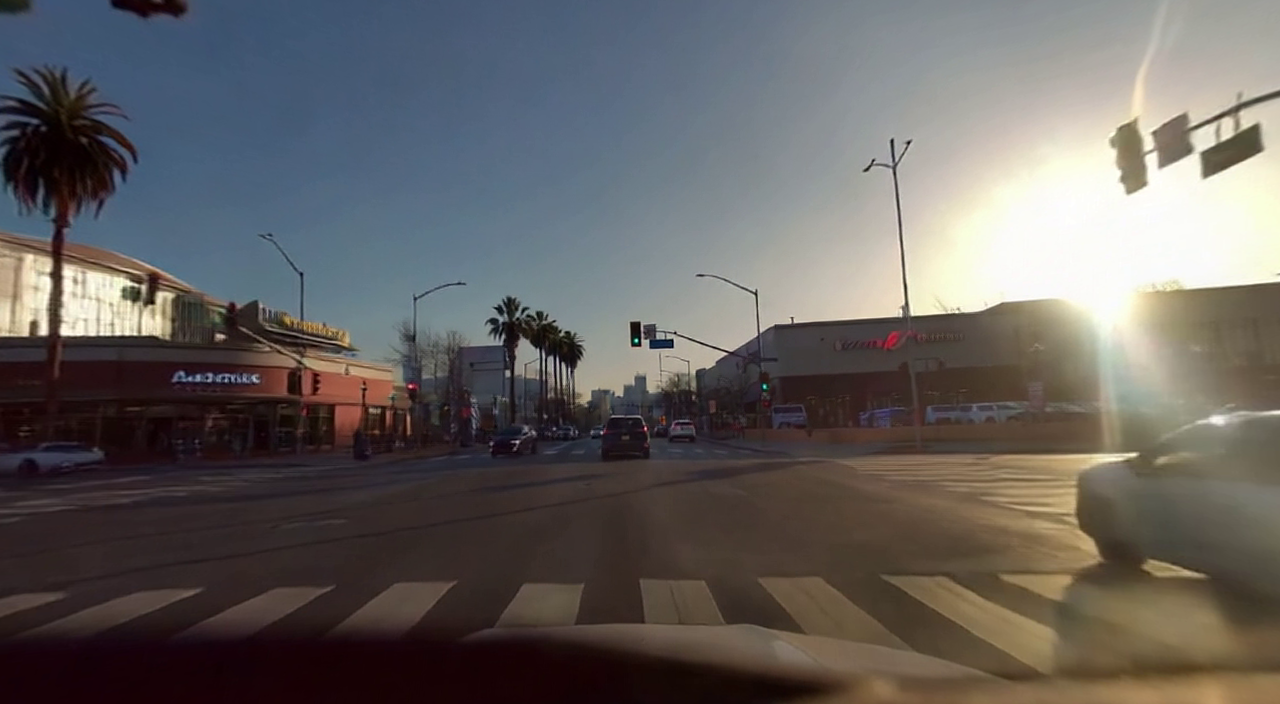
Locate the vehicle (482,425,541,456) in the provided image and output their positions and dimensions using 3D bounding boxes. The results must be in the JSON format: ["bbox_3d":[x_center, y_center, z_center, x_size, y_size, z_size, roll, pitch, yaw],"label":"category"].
[{"bbox_3d":[-6.601,4.623,32.975,2.032,1.508,4.661,-1,-8,1],"label":"vehicle"}]

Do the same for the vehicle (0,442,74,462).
[{"bbox_3d":[-43.091,7.159,45.204,1.573,1.372,3.435,-7,-11,29],"label":"vehicle"}]

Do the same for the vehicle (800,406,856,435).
[{"bbox_3d":[11.353,4.195,38.547,1.899,1.550,4.531,-1,-7,-2],"label":"vehicle"}]

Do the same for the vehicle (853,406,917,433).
[{"bbox_3d":[14.058,3.944,36.516,1.797,1.443,4.451,-1,-7,-1],"label":"vehicle"}]

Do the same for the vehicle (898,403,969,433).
[{"bbox_3d":[16.597,3.807,35.993,1.850,1.509,4.297,0,-9,-1],"label":"vehicle"}]

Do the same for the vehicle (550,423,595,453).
[{"bbox_3d":[-3.646,4.754,34.843,1.921,1.491,4.332,-1,-8,1],"label":"vehicle"}]

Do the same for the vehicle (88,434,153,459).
[{"bbox_3d":[-40.671,7.388,49.481,1.615,1.455,3.501,-7,-4,26],"label":"vehicle"}]

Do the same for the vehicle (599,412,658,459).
[{"bbox_3d":[-0.498,3.523,26.554,2.264,1.798,4.531,0,-8,-1],"label":"vehicle"}]

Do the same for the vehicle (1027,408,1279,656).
[{"bbox_3d":[4.868,1.155,4.417,1.963,1.449,4.653,-2,-8,9],"label":"vehicle"}]

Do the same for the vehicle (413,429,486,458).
[{"bbox_3d":[-10.271,5.003,34.489,2.002,1.470,4.388,-2,-8,11],"label":"vehicle"}]
